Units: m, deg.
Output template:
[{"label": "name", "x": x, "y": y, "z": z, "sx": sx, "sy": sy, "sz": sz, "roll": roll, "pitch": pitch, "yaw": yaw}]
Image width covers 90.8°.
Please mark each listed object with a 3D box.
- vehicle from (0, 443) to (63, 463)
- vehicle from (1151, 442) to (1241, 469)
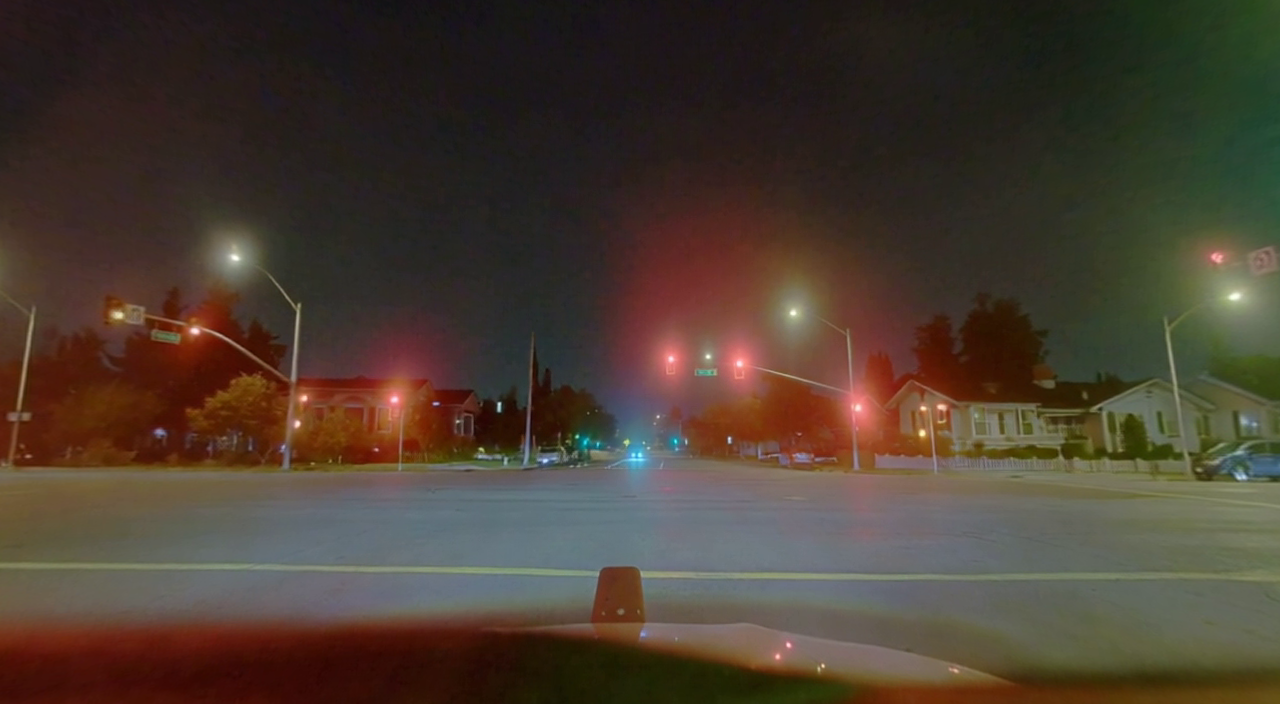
[{"label": "vehicle", "x": -44.294, "y": 7.270, "z": 45.403, "sx": 3.949, "sy": 1.422, "sz": 1.744, "roll": 0, "pitch": -9, "yaw": 1}, {"label": "vehicle", "x": 36.789, "y": 6.846, "z": 41.942, "sx": 1.853, "sy": 1.723, "sz": 4.460, "roll": 0, "pitch": -9, "yaw": 0}]
